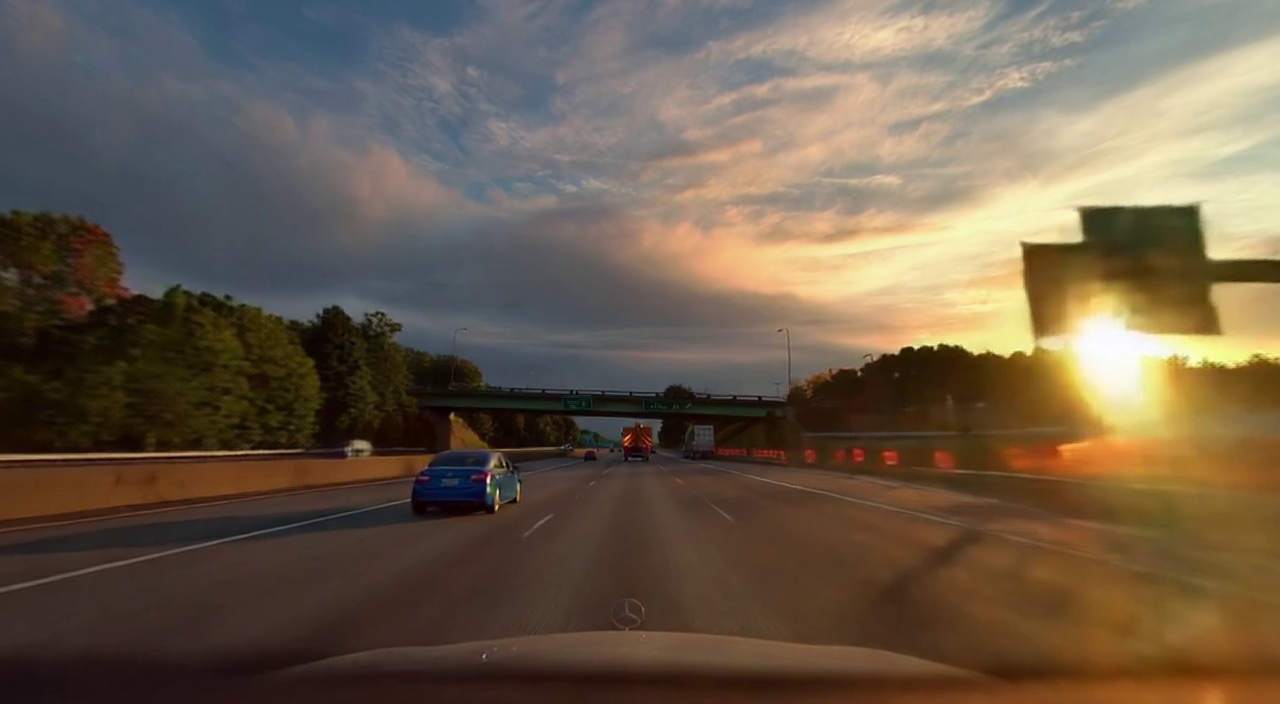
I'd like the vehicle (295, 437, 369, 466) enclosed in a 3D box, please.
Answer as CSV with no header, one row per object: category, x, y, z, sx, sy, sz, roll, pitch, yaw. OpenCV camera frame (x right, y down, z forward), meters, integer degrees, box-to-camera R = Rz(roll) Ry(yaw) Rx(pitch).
vehicle,-16.560,5.361,34.181,1.737,1.456,4.422,0,-8,1

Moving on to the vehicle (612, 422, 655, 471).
vehicle,-0.467,6.453,43.259,2.672,3.056,6.900,0,-8,-1

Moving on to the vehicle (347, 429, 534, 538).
vehicle,-3.409,2.332,11.804,2.088,1.643,4.215,0,-8,0
